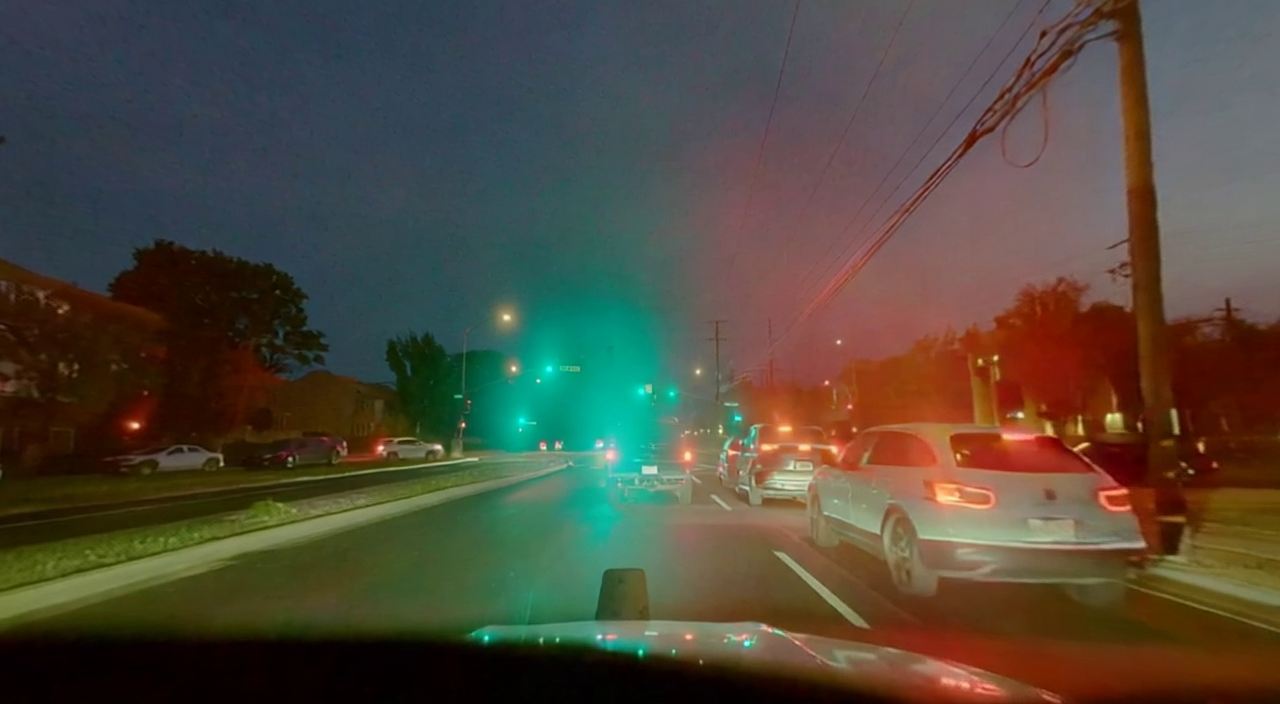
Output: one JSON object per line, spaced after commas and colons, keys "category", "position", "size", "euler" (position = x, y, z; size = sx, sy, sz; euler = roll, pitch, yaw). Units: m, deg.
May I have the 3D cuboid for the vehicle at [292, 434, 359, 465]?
{"category": "vehicle", "position": [-19.744, 6.111, 39.772], "size": [1.996, 1.809, 4.699], "euler": [0, -8, -3]}

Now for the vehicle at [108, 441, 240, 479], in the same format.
{"category": "vehicle", "position": [-19.624, 4.552, 26.844], "size": [1.891, 1.460, 4.681], "euler": [0, -8, 3]}

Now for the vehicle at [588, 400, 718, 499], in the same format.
{"category": "vehicle", "position": [0.291, 2.456, 16.076], "size": [2.769, 2.087, 5.130], "euler": [0, -8, 0]}

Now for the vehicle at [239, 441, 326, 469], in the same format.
{"category": "vehicle", "position": [-19.519, 5.627, 34.691], "size": [1.830, 1.436, 4.771], "euler": [0, -8, 2]}

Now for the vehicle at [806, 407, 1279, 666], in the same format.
{"category": "vehicle", "position": [3.083, 1.410, 5.911], "size": [2.002, 1.511, 4.124], "euler": [1, -8, 1]}
